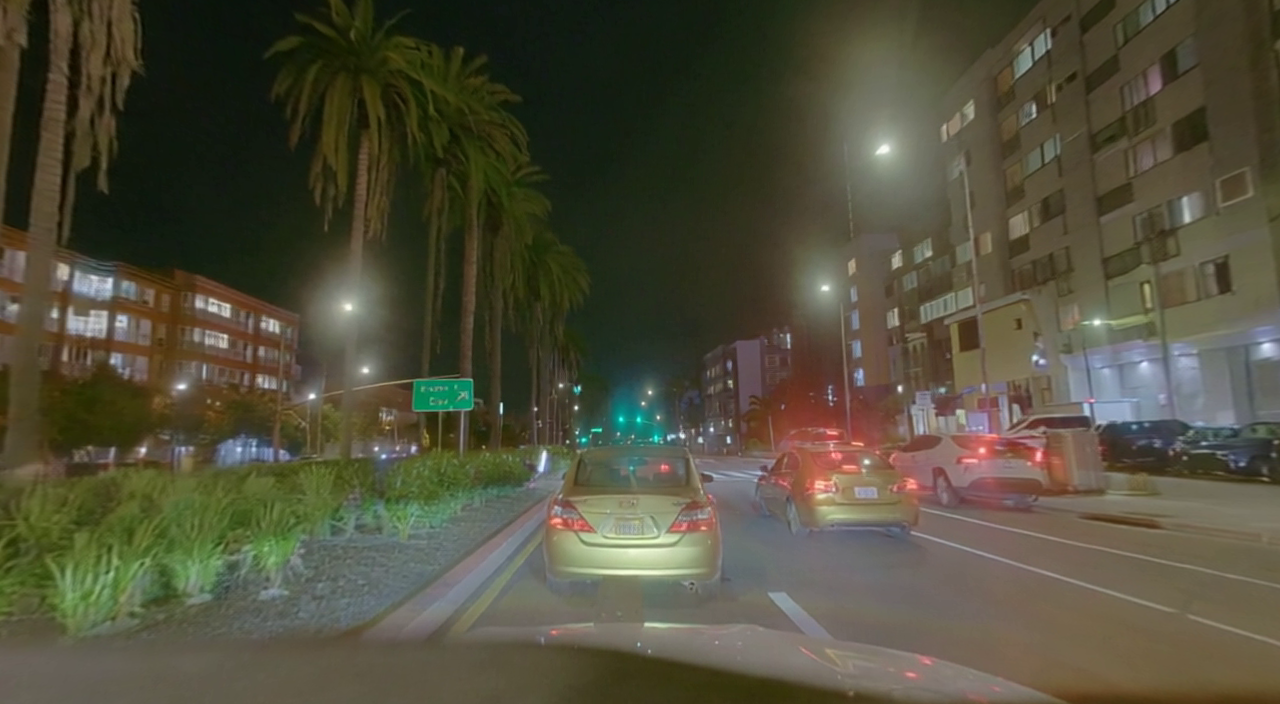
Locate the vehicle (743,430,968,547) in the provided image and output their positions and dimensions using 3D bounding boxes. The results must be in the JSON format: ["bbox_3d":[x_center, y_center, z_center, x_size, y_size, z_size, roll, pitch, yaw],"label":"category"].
[{"bbox_3d":[3.083,2.051,10.224,1.925,1.451,4.436,0,-8,-2],"label":"vehicle"}]

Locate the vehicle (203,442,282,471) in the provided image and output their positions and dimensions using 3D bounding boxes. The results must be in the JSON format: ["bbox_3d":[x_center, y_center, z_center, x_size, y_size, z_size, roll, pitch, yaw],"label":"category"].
[{"bbox_3d":[-28.329,7.438,45.330,2.115,1.884,5.481,0,-8,0],"label":"vehicle"}]

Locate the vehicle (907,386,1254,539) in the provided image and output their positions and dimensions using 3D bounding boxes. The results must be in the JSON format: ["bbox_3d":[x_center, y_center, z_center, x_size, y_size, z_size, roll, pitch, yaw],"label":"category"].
[{"bbox_3d":[7.180,1.910,11.441,2.254,2.072,5.577,0,-8,1],"label":"vehicle"}]

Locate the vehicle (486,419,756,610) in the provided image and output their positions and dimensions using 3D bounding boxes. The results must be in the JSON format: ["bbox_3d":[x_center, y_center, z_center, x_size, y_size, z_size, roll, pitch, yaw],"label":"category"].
[{"bbox_3d":[-0.165,1.594,7.082,2.158,1.498,3.919,0,-8,0],"label":"vehicle"}]
